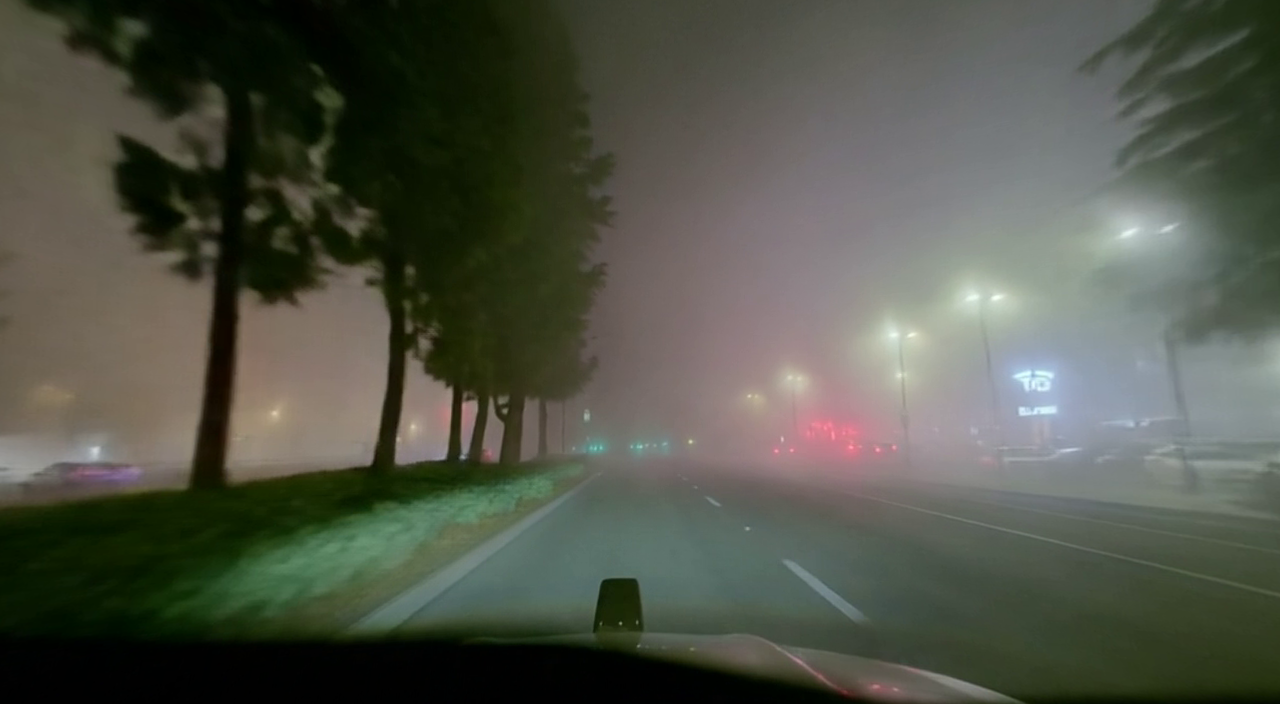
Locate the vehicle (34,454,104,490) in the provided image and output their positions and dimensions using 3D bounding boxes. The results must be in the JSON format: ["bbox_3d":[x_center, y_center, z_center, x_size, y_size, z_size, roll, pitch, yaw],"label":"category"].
[{"bbox_3d":[-29.870,6.234,33.177,1.862,1.654,4.229,5,-10,-32],"label":"vehicle"}]

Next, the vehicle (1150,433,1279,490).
[{"bbox_3d":[18.362,3.394,19.889,4.197,1.612,1.784,4,-9,-25],"label":"vehicle"}]

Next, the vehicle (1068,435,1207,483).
[{"bbox_3d":[17.791,3.765,22.563,4.569,1.529,2.036,4,-9,-27],"label":"vehicle"}]
